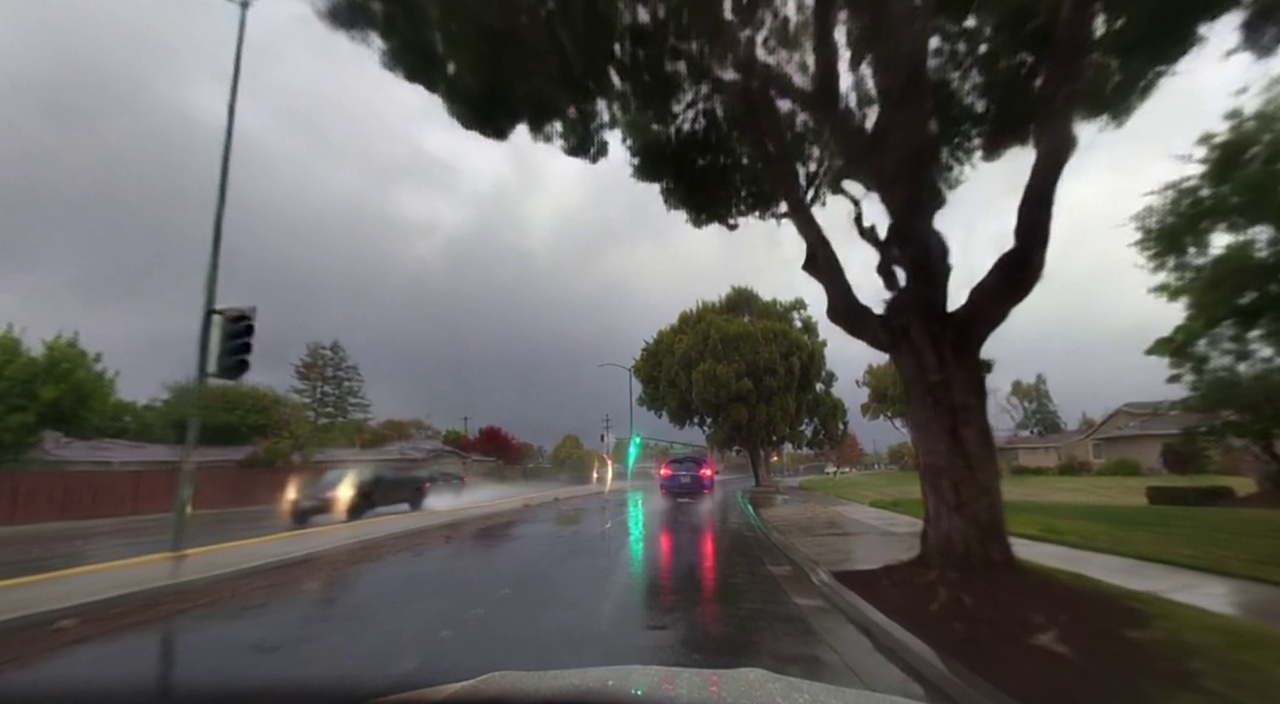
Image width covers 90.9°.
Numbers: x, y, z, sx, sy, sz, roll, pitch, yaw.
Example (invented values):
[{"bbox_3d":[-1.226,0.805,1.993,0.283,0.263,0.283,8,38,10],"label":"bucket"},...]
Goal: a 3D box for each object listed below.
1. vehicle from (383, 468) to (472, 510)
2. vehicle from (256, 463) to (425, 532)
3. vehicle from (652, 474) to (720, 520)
[{"bbox_3d":[-9.173,5.952,27.649,1.856,1.569,4.572,-6,-11,7],"label":"vehicle"},{"bbox_3d":[-7.556,3.732,16.518,1.870,1.518,4.390,-2,-11,7],"label":"vehicle"},{"bbox_3d":[1.662,4.695,20.880,1.972,1.250,5.282,-1,-11,7],"label":"vehicle"}]
